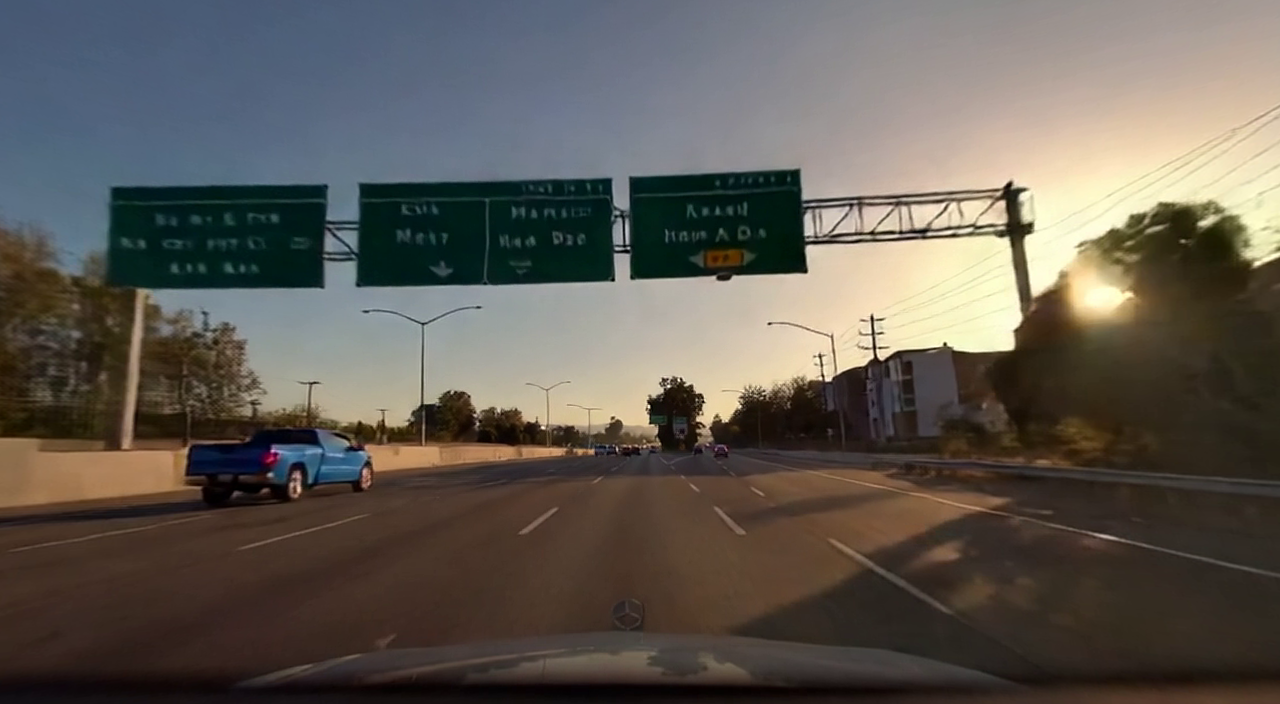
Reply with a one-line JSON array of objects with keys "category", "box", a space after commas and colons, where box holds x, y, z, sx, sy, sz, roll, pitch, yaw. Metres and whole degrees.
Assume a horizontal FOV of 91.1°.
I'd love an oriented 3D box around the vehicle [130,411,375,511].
[{"category": "vehicle", "box": [-9.968, 2.889, 17.134, 2.667, 2.213, 6.081, 0, -8, 1]}]
